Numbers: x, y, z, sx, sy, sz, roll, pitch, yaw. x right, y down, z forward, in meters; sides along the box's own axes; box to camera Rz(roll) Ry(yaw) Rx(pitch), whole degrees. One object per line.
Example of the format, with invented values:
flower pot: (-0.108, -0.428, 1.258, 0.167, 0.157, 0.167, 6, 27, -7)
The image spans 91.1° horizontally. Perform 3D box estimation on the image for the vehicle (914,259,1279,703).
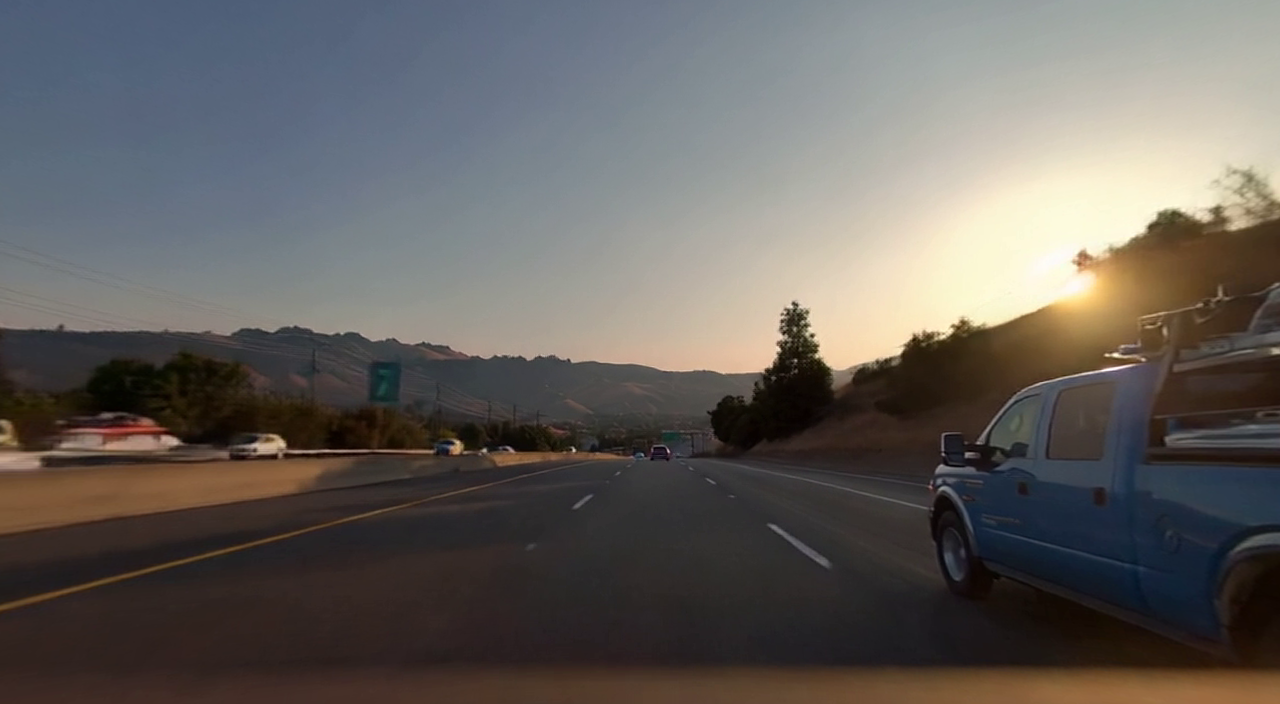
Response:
vehicle: (4.059, 0.774, 3.077, 2.538, 2.228, 6.370, 0, -9, 0)

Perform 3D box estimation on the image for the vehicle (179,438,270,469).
vehicle: (-24.570, 6.004, 37.408, 1.981, 1.713, 4.811, 0, -9, 2)

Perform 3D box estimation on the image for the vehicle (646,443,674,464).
vehicle: (1.466, 7.778, 48.112, 2.034, 1.549, 4.147, 0, -9, 0)

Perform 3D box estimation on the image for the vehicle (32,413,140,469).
vehicle: (-28.492, 4.628, 32.462, 2.035, 2.698, 3.636, 0, -9, 2)
